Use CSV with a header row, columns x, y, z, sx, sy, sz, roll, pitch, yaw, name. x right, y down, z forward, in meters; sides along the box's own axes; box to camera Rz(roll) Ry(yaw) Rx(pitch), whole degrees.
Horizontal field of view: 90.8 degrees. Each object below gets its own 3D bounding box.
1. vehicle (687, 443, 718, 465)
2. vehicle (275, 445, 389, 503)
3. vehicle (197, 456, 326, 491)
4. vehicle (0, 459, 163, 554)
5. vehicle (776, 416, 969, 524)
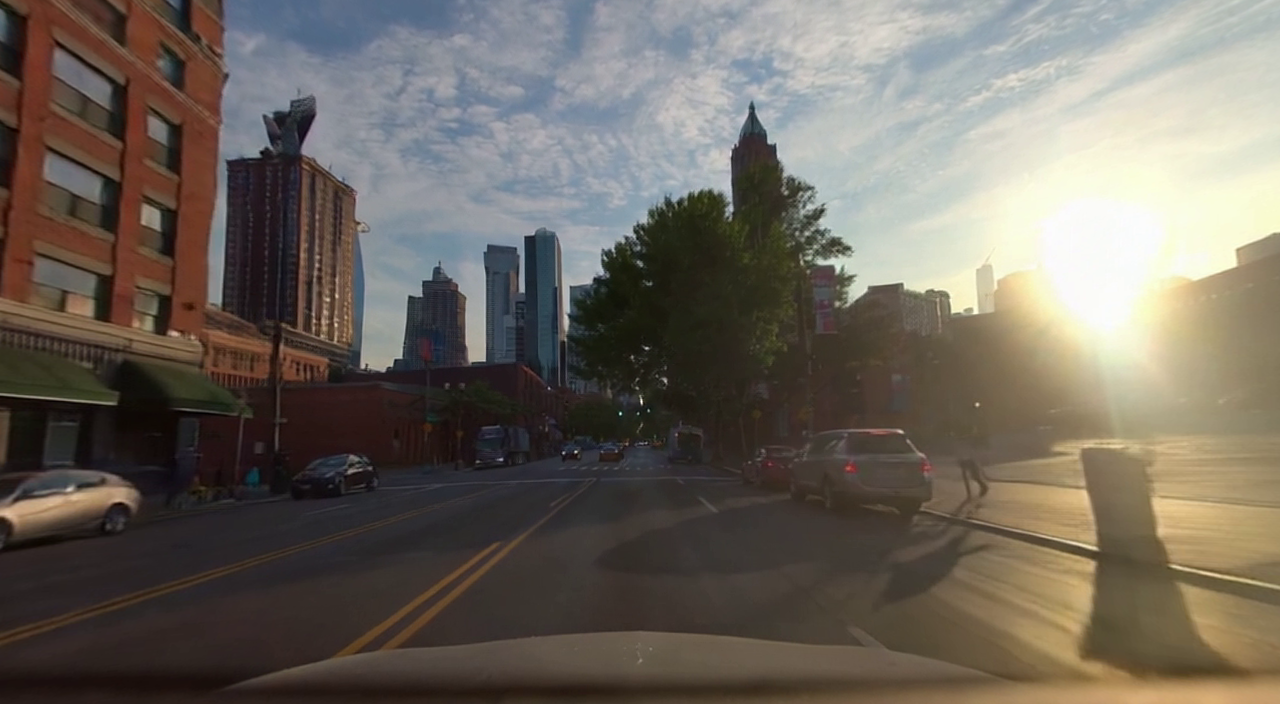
x,y,z,sx,sy,sz,roll,pitch,yaw,name
4.574,7.507,46.670,1.891,1.535,4.068,0,-8,0,vehicle
-11.148,4.425,23.277,2.039,1.770,4.445,-3,-9,-1,vehicle
-17.276,5.554,29.011,4.575,1.462,2.015,0,-8,-4,vehicle
-11.291,2.765,11.435,2.007,1.511,4.280,-4,-10,0,vehicle
4.736,2.499,14.025,2.237,1.908,5.320,0,-8,0,vehicle
